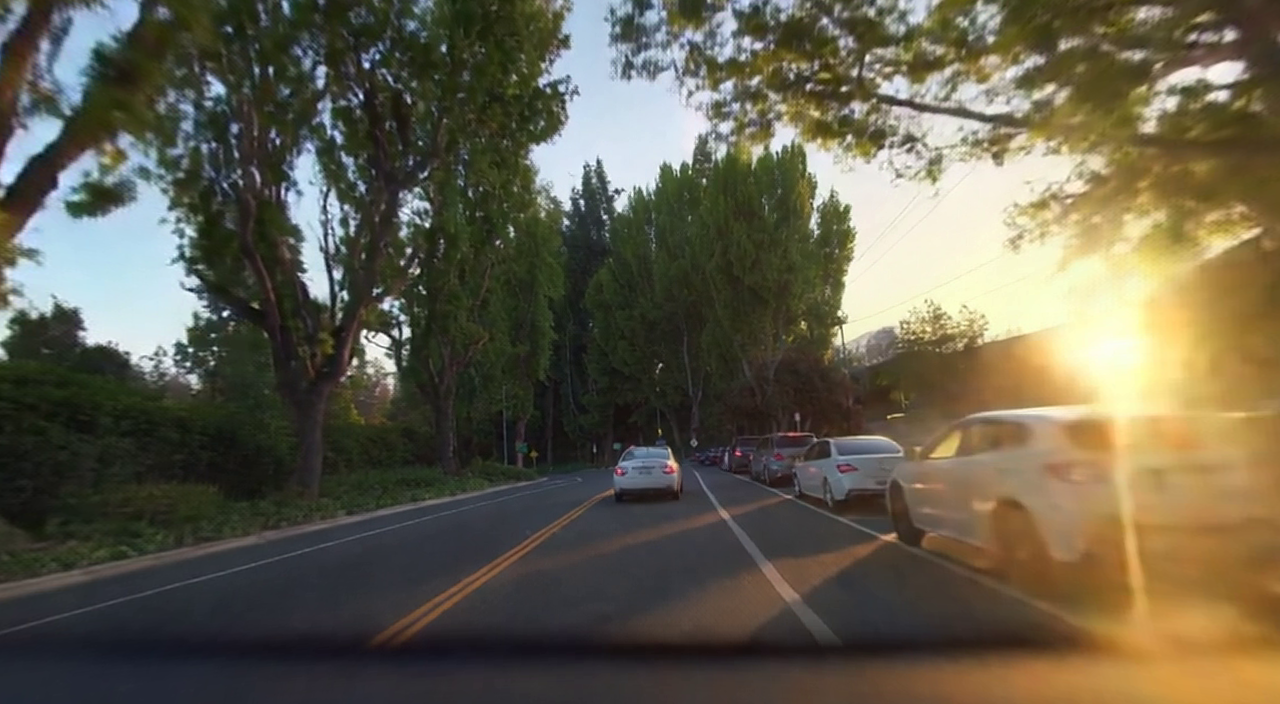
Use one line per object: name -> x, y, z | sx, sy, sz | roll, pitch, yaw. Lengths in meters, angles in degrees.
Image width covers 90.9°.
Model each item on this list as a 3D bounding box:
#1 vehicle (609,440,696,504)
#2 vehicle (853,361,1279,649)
vehicle -> 0.357, 3.175, 17.171 | 2.078, 1.521, 4.058 | 0, -8, 2
vehicle -> 4.002, 1.302, 6.397 | 2.066, 1.804, 4.751 | 0, -8, 1
